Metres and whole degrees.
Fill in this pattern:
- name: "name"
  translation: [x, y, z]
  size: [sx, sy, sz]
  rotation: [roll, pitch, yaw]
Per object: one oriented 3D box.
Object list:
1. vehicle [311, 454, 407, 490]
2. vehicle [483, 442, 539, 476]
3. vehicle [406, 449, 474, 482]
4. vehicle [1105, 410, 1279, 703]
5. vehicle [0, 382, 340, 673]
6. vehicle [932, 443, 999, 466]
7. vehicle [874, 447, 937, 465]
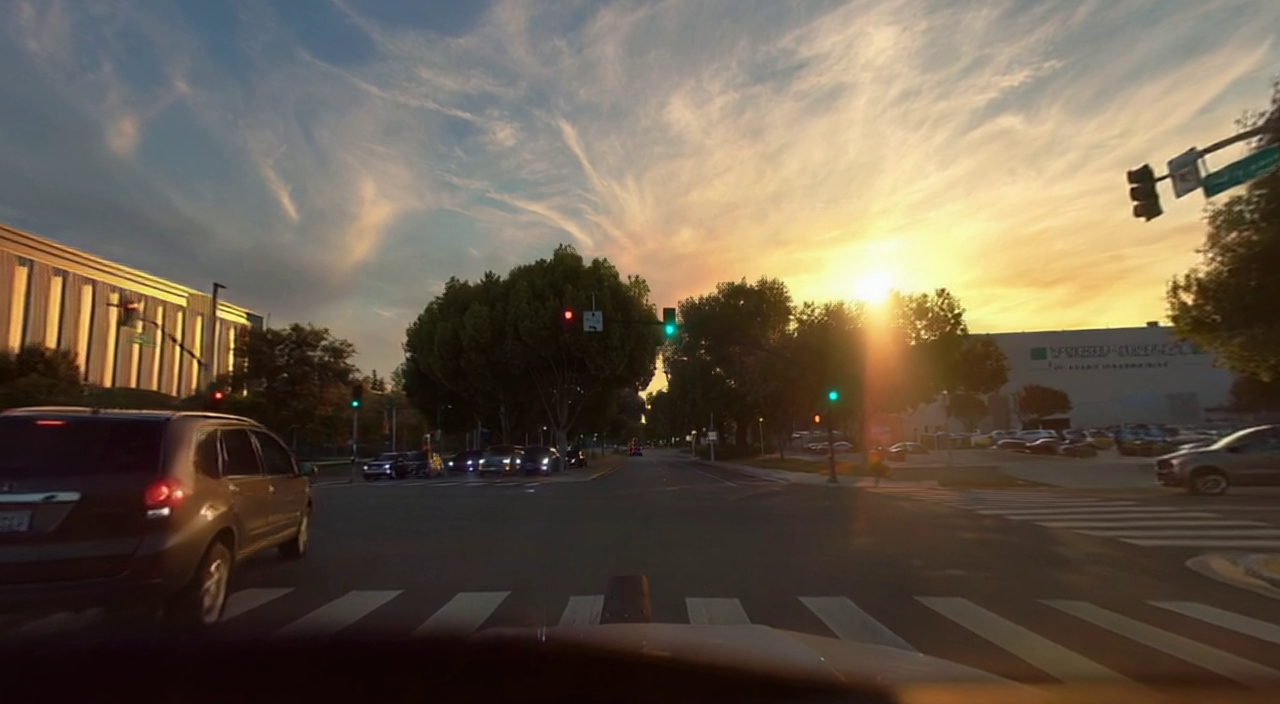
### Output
- name: "vehicle"
  translation: [-13.392, 5.735, 30.413]
  size: [2.011, 1.480, 4.747]
  rotation: [-1, -8, 7]
- name: "vehicle"
  translation: [-7.167, 5.998, 35.657]
  size: [2.081, 1.818, 4.782]
  rotation: [0, -8, 1]
- name: "vehicle"
  translation: [-10.636, 6.049, 33.898]
  size: [2.041, 1.548, 4.868]
  rotation: [0, -8, 0]
- name: "vehicle"
  translation: [3.541, 0.796, 1.225]
  size: [1.966, 1.490, 4.429]
  rotation: [0, -8, 1]
- name: "vehicle"
  translation: [-4.613, 1.411, 6.199]
  size: [2.000, 1.789, 4.638]
  rotation: [2, -9, -13]
- name: "vehicle"
  translation: [21.464, 6.760, 41.608]
  size: [3.576, 1.425, 1.702]
  rotation: [2, -8, -11]
- name: "vehicle"
  translation: [20.508, 8.054, 48.815]
  size: [4.120, 1.340, 1.654]
  rotation: [-1, -8, 4]
